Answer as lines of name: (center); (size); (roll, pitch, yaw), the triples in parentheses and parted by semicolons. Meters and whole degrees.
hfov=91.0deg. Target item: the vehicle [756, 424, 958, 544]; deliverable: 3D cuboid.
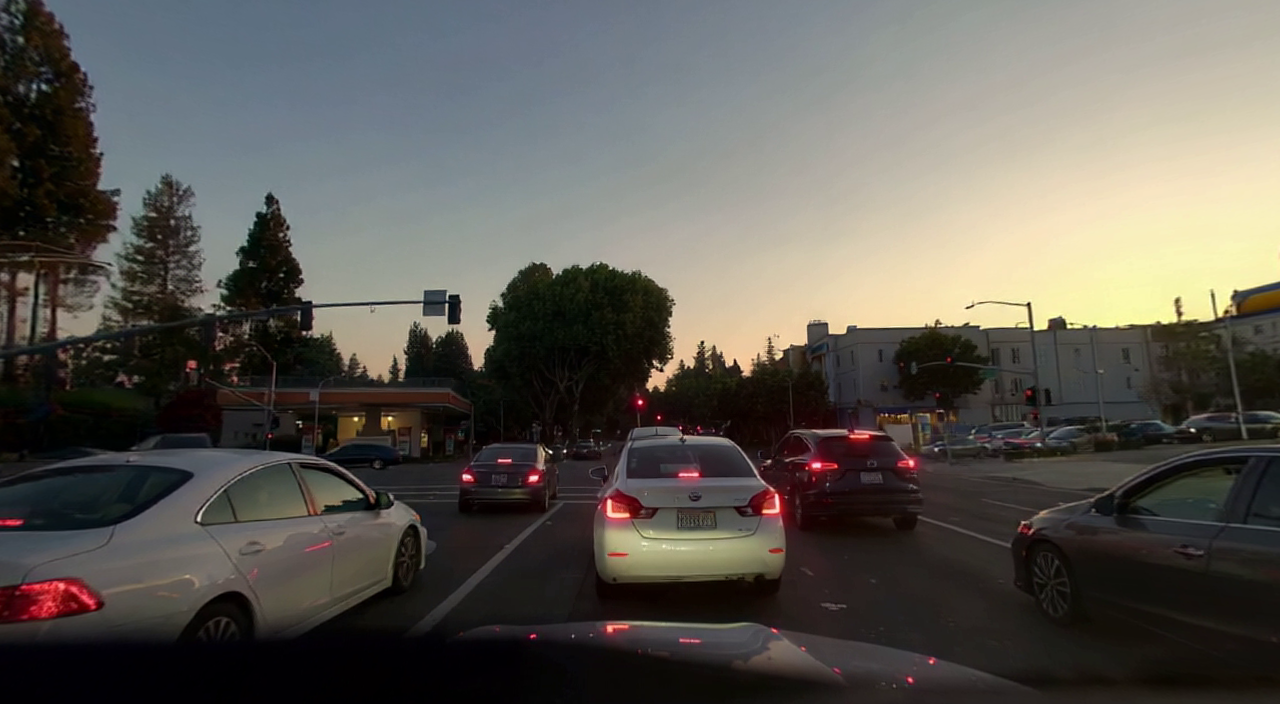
vehicle: (3.368, 2.128, 10.771); (1.947, 1.630, 4.127); (0, -9, 0)

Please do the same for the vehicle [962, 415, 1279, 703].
vehicle: (4.171, 1.142, 3.637); (1.950, 1.497, 4.686); (0, -9, -3)

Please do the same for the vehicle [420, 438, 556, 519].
vehicle: (-3.078, 2.644, 13.701); (1.867, 1.474, 4.237); (0, -9, 0)

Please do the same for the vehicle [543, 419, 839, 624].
vehicle: (0.324, 1.592, 6.948); (2.220, 1.507, 4.317); (0, -9, -2)

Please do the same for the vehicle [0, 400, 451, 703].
vehicle: (-3.011, 1.260, 4.616); (1.887, 1.493, 4.255); (0, -9, 1)
